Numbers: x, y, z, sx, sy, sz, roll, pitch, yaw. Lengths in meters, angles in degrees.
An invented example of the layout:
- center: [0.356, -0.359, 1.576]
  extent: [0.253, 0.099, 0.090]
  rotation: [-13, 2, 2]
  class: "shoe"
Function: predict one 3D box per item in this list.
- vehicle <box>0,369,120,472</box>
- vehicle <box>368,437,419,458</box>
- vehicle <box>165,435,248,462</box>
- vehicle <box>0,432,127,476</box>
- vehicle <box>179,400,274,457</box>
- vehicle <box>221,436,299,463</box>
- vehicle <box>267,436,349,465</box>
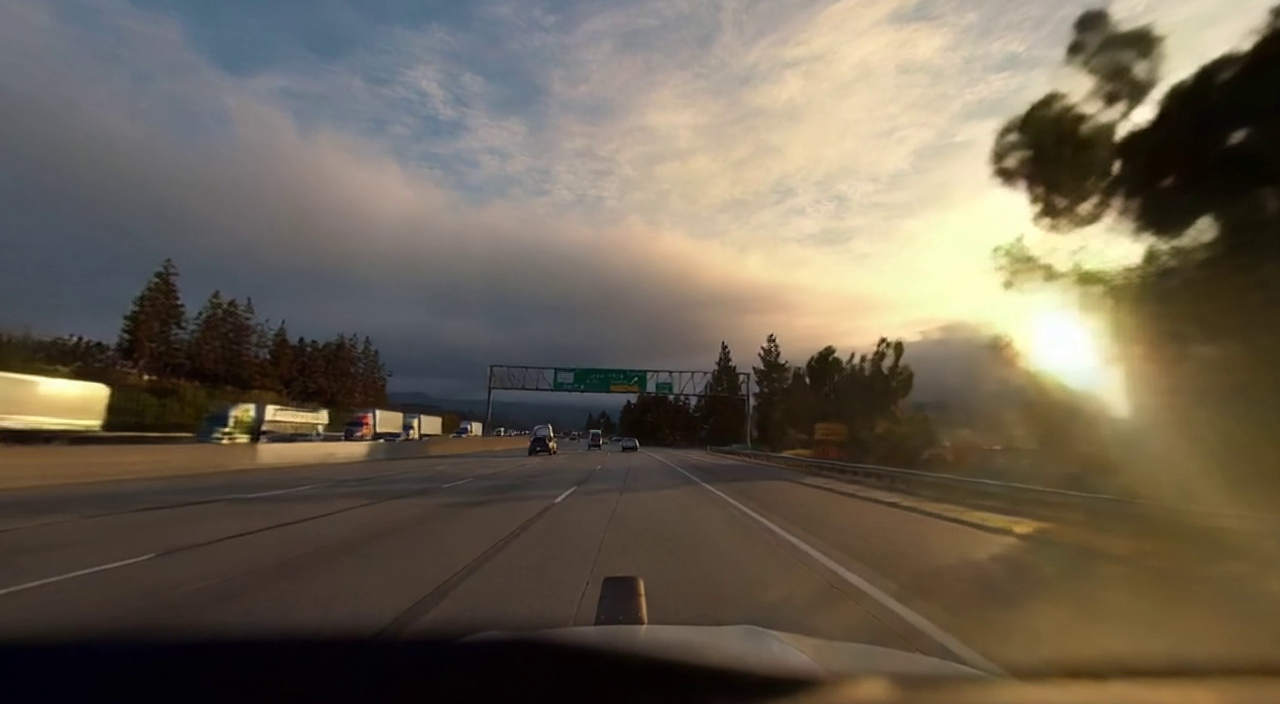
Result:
- center: [-25.348, 2.485, 22.962]
  extent: [2.922, 3.800, 11.932]
  rotation: [0, -8, -2]
  class: "vehicle"
- center: [-18.534, 7.171, 47.604]
  extent: [2.088, 1.442, 4.286]
  rotation: [0, -8, -1]
  class: "vehicle"
- center: [-25.433, 5.665, 37.190]
  extent: [1.816, 1.460, 4.384]
  rotation: [0, -8, -1]
  class: "vehicle"
- center: [-21.449, 3.664, 23.021]
  extent: [1.841, 1.459, 4.372]
  rotation: [0, -8, -2]
  class: "vehicle"
- center: [-30.224, 5.659, 46.405]
  extent: [2.983, 3.944, 5.866]
  rotation: [0, -8, -2]
  class: "vehicle"
- center: [-21.913, 5.624, 36.615]
  extent: [1.911, 1.446, 4.389]
  rotation: [0, -8, -2]
  class: "vehicle"
- center: [-17.895, 5.320, 34.275]
  extent: [2.083, 1.461, 4.419]
  rotation: [0, -8, -1]
  class: "vehicle"
